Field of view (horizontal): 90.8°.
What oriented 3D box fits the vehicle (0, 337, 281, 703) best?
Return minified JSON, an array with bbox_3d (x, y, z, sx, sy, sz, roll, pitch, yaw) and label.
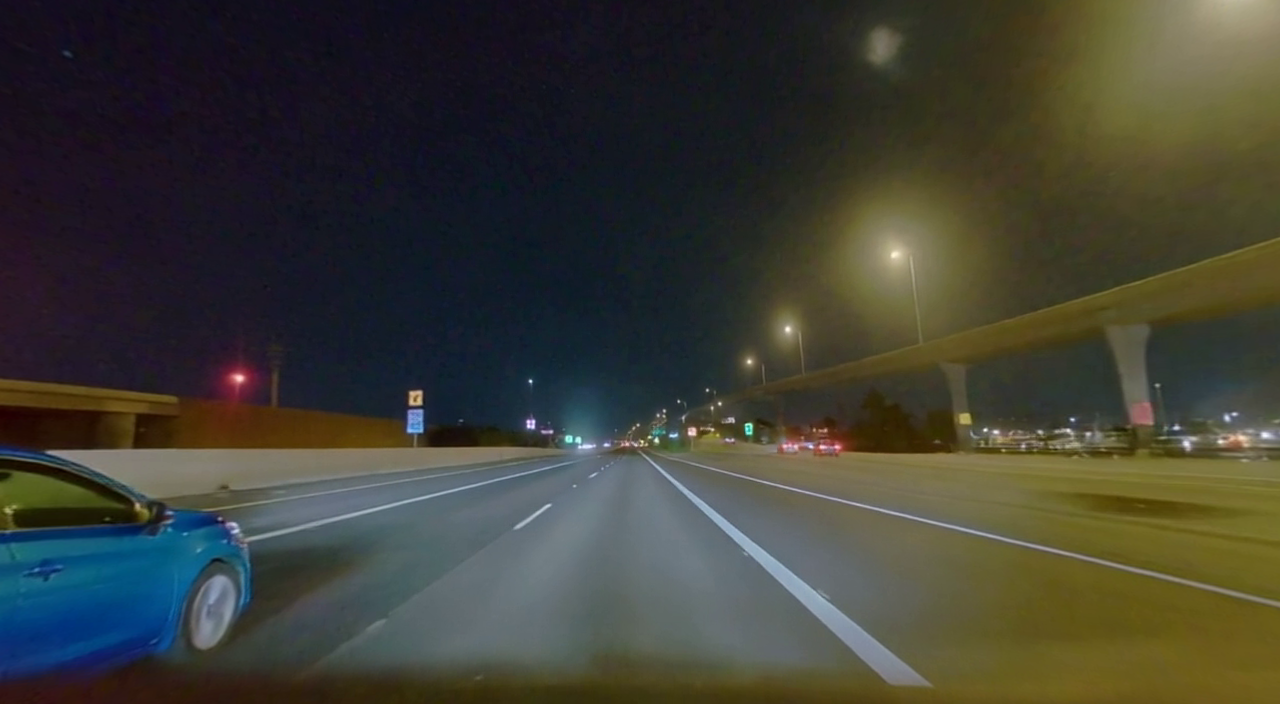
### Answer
[{"bbox_3d":[-3.309,0.738,1.703,2.178,1.699,4.321,0,-8,-1],"label":"vehicle"}]
